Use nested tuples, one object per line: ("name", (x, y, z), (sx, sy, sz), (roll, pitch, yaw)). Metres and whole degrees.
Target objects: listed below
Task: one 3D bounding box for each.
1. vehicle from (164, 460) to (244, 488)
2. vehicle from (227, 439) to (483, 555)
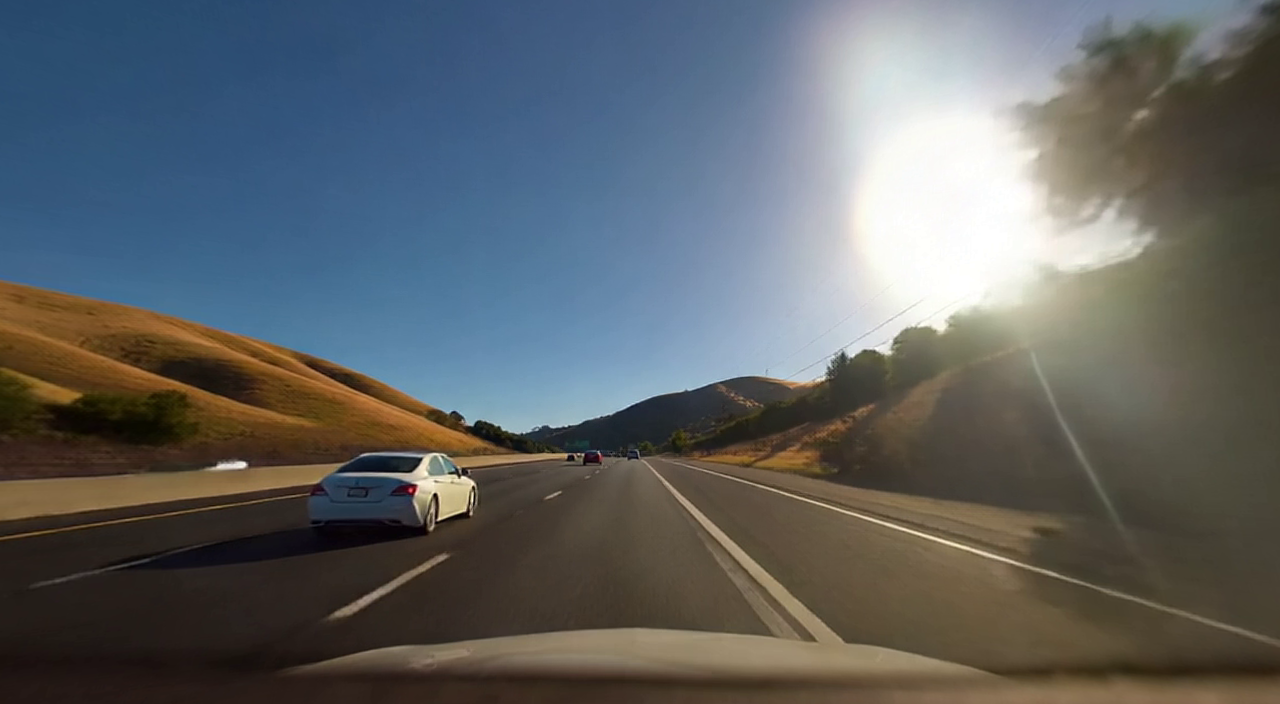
("vehicle", (-26.098, 7.281, 38.016), (1.806, 1.474, 4.303), (0, -9, -1))
("vehicle", (-4.363, 2.287, 10.816), (2.064, 1.489, 4.966), (0, -9, 0))
